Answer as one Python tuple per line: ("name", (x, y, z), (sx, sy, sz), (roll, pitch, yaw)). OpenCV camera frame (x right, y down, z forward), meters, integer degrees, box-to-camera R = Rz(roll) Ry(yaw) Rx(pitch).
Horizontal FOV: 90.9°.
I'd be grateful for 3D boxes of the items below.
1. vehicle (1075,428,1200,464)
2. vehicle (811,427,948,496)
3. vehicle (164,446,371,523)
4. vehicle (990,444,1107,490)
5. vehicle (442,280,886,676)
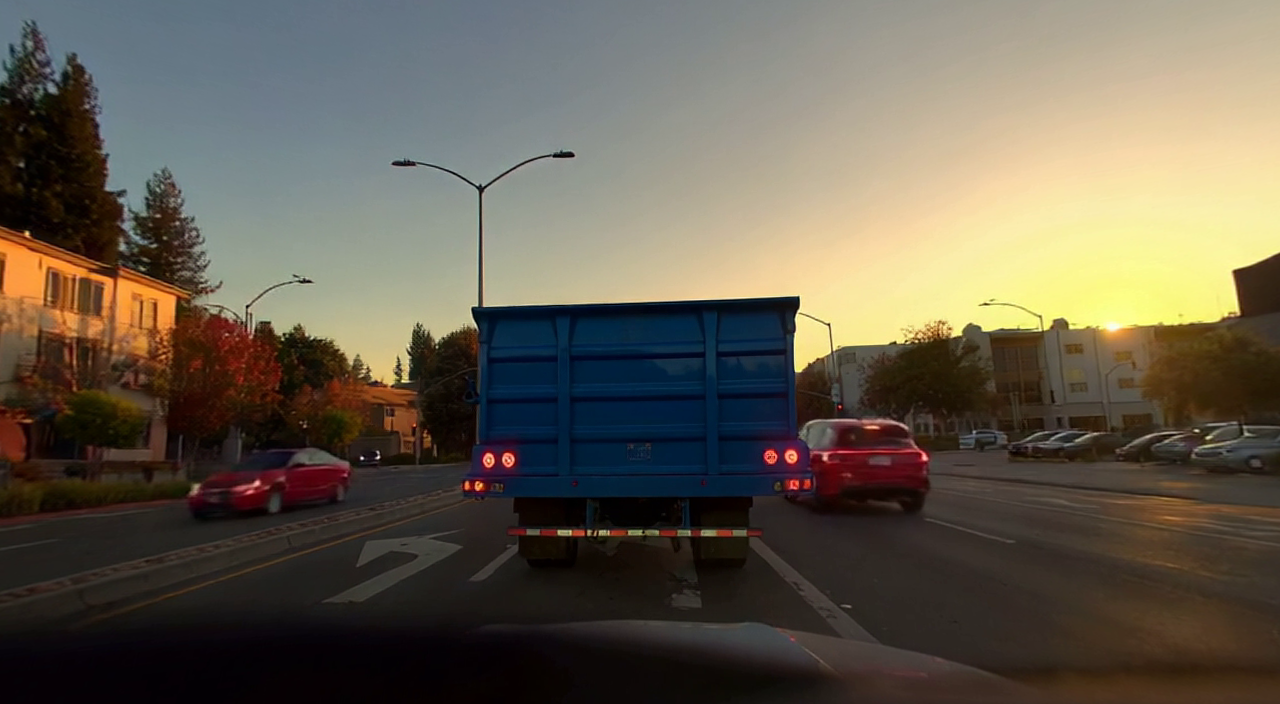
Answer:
("vehicle", (23.118, 4.388, 29.439), (4.171, 1.614, 1.894), (-1, -8, 1))
("vehicle", (7.151, 3.325, 19.591), (2.363, 1.825, 4.989), (-1, -8, 1))
("vehicle", (-8.373, 2.965, 14.837), (2.006, 1.479, 4.643), (-1, -8, 0))
("vehicle", (14.283, 4.005, 22.338), (1.702, 1.475, 3.670), (-1, -8, 1))
("vehicle", (0.267, 1.247, 7.403), (2.650, 2.391, 7.008), (-1, -8, 2))
